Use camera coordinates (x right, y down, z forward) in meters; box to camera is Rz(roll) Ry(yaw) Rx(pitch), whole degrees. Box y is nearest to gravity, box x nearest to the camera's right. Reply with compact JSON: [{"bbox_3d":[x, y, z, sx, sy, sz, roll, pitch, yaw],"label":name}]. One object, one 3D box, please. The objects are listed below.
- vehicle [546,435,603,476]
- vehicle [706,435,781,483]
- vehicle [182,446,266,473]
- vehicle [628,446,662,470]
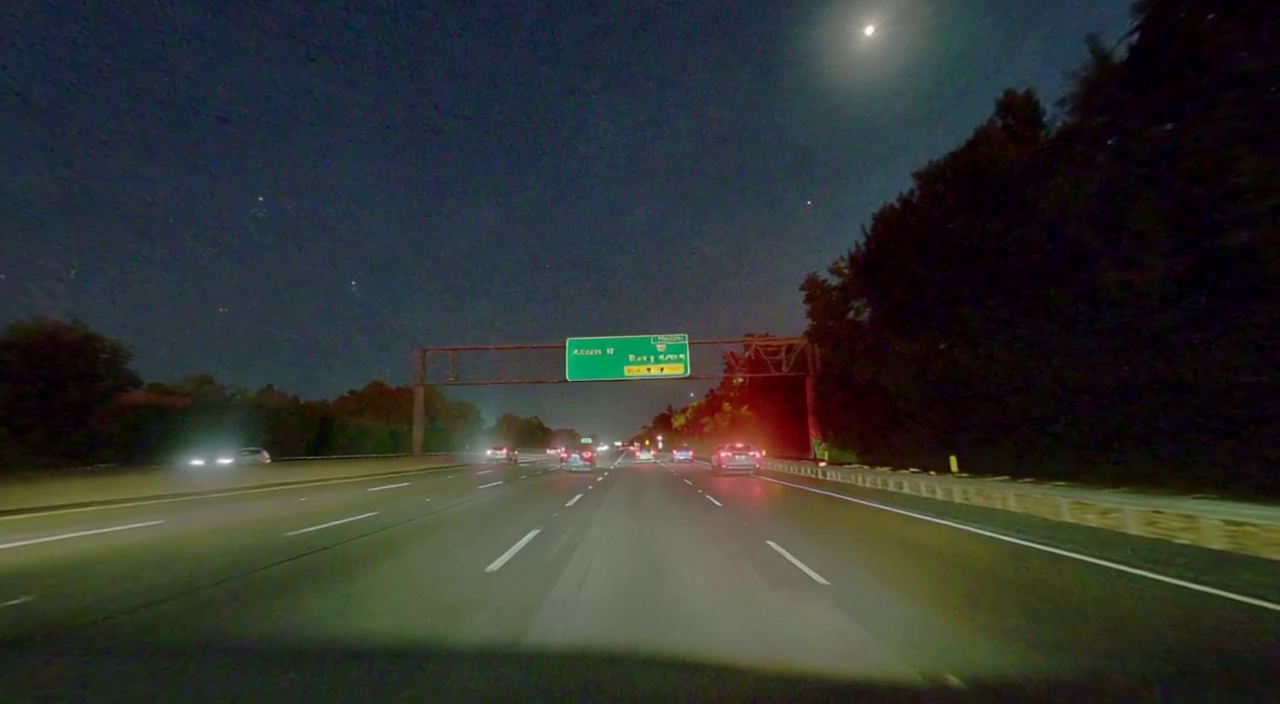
[{"bbox_3d":[-3.299,5.413,33.114,2.449,1.929,5.503,0,-9,-1],"label":"vehicle"},{"bbox_3d":[4.142,4.380,26.107,2.218,1.776,4.807,0,-9,0],"label":"vehicle"},{"bbox_3d":[-28.196,7.302,42.939,2.099,1.673,5.261,0,-9,1],"label":"vehicle"},{"bbox_3d":[0.337,6.985,41.724,2.126,1.529,4.438,0,-9,1],"label":"vehicle"}]
